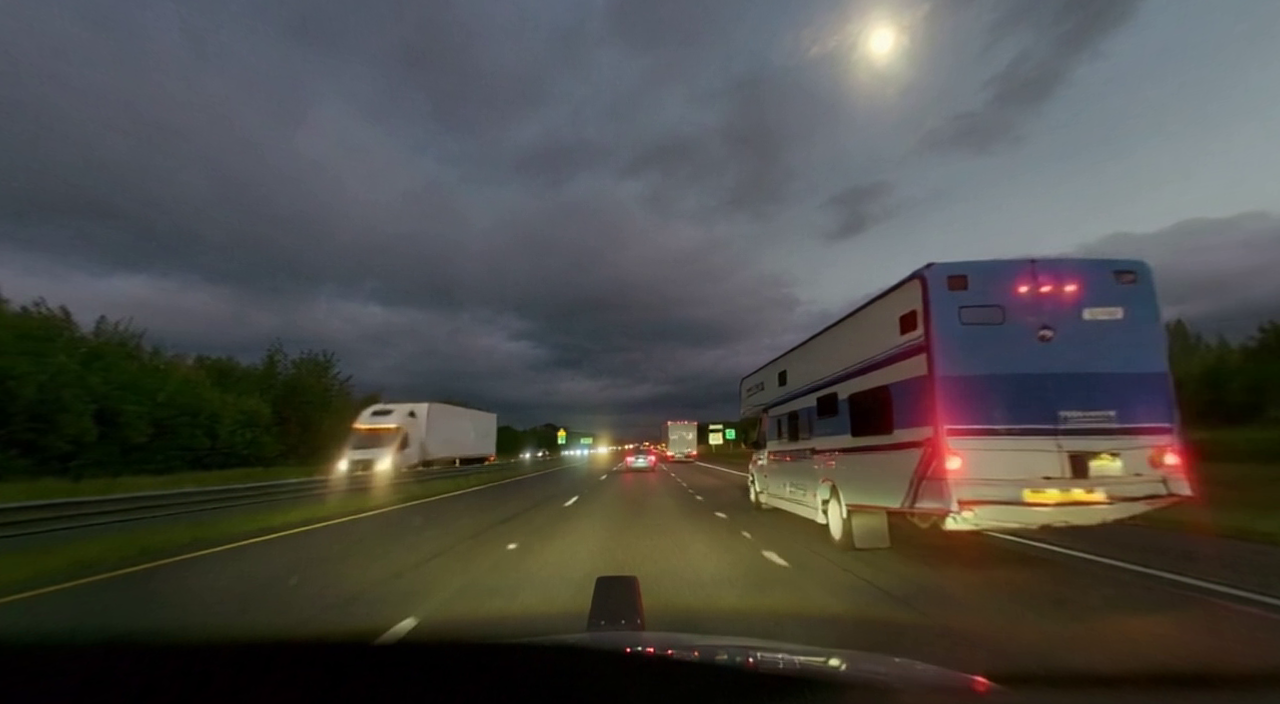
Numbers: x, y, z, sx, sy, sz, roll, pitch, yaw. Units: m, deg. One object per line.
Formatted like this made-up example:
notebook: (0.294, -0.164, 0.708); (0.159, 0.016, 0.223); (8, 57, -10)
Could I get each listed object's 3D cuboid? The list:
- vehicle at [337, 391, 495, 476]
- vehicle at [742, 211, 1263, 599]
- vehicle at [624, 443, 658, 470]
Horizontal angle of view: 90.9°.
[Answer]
vehicle: (-12.426, 5.154, 38.077); (3.039, 3.901, 17.384); (0, -9, 1)
vehicle: (3.913, 1.077, 10.090); (2.931, 3.530, 8.760); (0, -9, -1)
vehicle: (0.054, 7.104, 42.881); (2.151, 1.678, 3.923); (0, -9, 0)
